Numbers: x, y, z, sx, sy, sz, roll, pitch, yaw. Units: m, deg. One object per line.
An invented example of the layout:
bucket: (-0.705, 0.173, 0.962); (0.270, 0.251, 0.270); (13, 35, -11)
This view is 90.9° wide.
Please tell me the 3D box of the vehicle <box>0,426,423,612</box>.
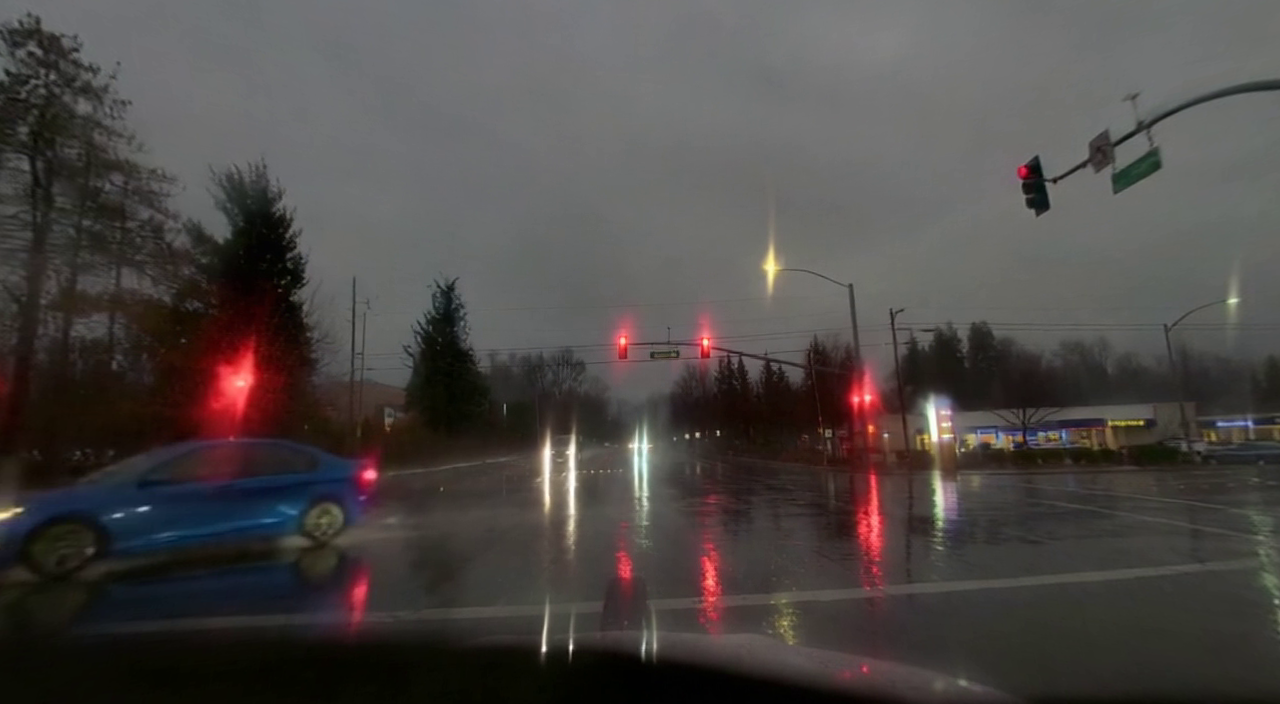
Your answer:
vehicle: (-5.040, 1.728, 7.534); (1.877, 1.523, 4.377); (-5, -10, 31)

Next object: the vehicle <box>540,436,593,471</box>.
vehicle: (-3.661, 5.167, 32.241); (2.140, 1.638, 4.259); (0, -8, 0)

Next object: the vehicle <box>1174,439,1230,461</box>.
vehicle: (42.835, 7.459, 48.008); (4.133, 1.561, 1.824); (5, -10, -29)
